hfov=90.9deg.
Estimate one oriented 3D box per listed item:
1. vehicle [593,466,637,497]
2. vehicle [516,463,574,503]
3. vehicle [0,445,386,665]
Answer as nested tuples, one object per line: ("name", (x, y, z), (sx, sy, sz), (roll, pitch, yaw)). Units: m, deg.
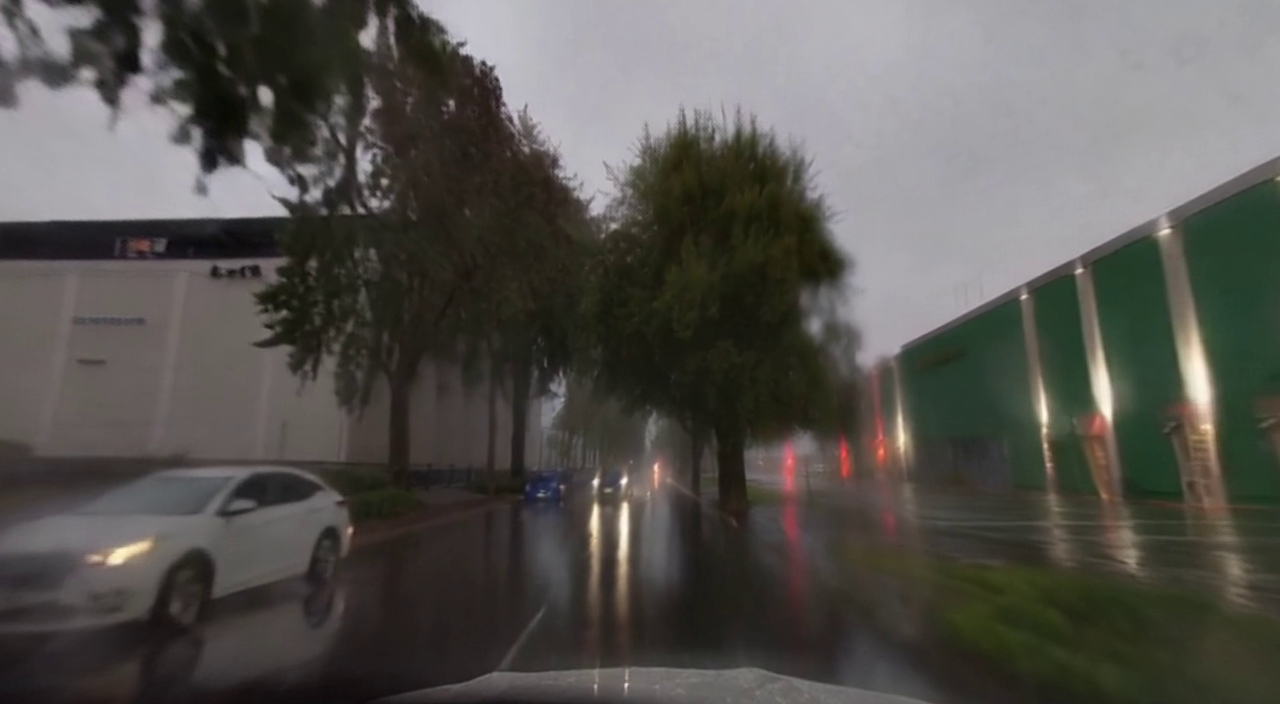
("vehicle", (-1.236, 6.690, 32.816), (1.978, 1.453, 4.314), (1, -10, 2))
("vehicle", (-4.081, 5.716, 27.777), (2.011, 1.596, 3.760), (-1, -10, -1))
("vehicle", (-4.561, 1.824, 6.660), (1.903, 1.542, 4.115), (-1, -10, 2))
